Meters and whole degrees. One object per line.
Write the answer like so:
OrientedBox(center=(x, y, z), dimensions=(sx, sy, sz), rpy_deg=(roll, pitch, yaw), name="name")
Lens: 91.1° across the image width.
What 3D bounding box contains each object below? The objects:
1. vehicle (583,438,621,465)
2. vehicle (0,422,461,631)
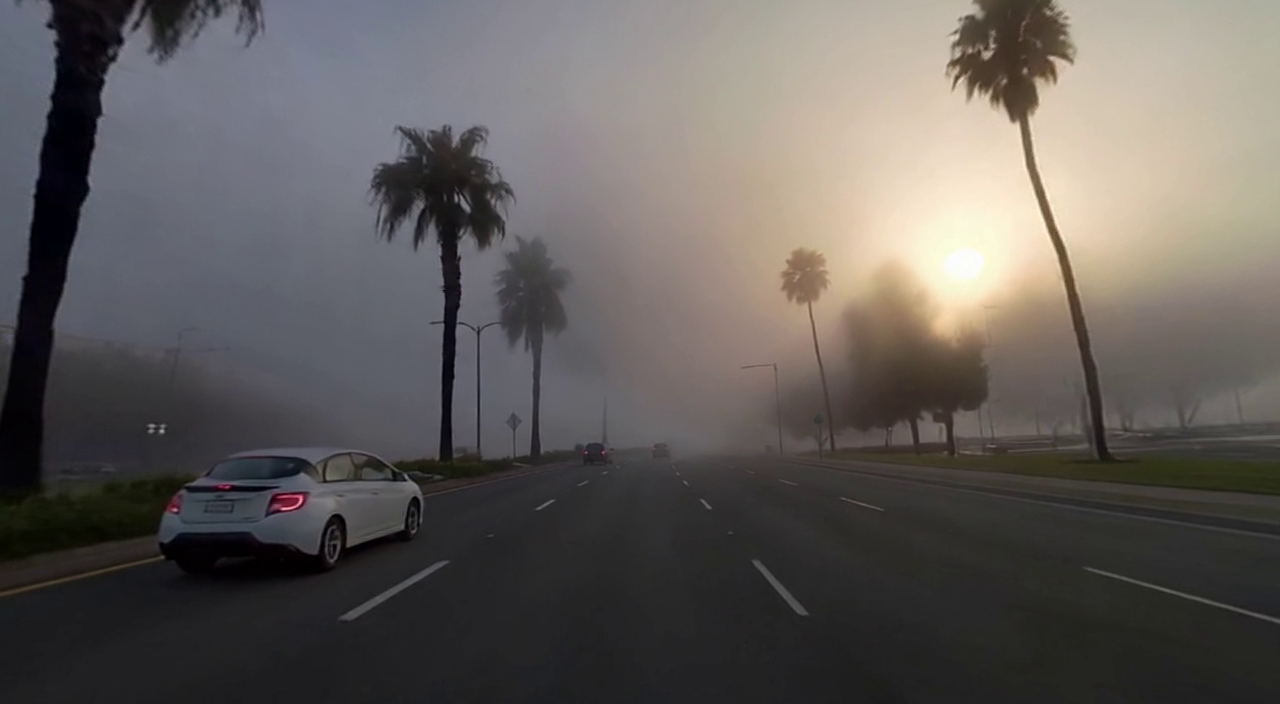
OrientedBox(center=(-2.767, 7.316, 46.311), dimensions=(2.188, 1.819, 4.667), rpy_deg=(-1, -8, 4), name="vehicle")
OrientedBox(center=(-3.754, 1.604, 6.945), dimensions=(2.036, 1.478, 4.771), rpy_deg=(0, -8, 1), name="vehicle")
